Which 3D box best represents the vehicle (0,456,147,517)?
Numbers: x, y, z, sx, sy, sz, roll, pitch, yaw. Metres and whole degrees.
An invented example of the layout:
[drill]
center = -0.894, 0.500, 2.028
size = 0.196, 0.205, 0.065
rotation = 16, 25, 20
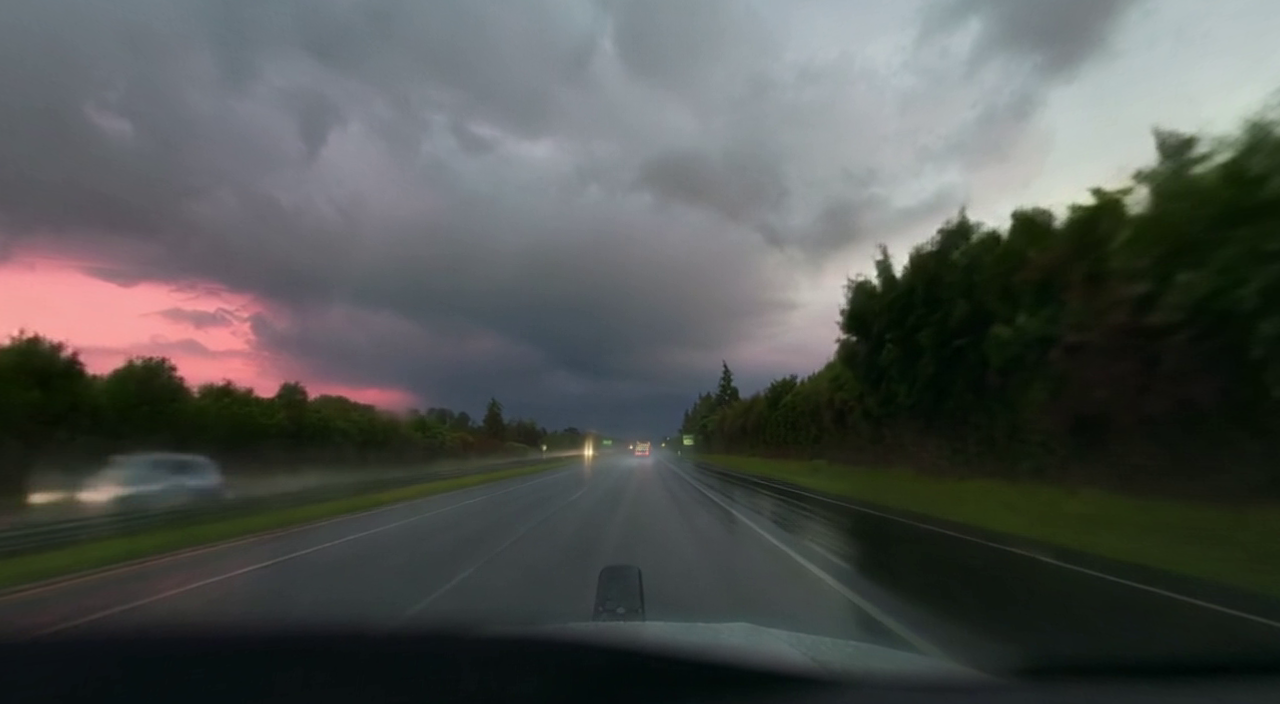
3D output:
[vehicle]
center = -16.597, 3.631, 17.515
size = 2.012, 1.417, 4.618
rotation = 0, -9, 1
